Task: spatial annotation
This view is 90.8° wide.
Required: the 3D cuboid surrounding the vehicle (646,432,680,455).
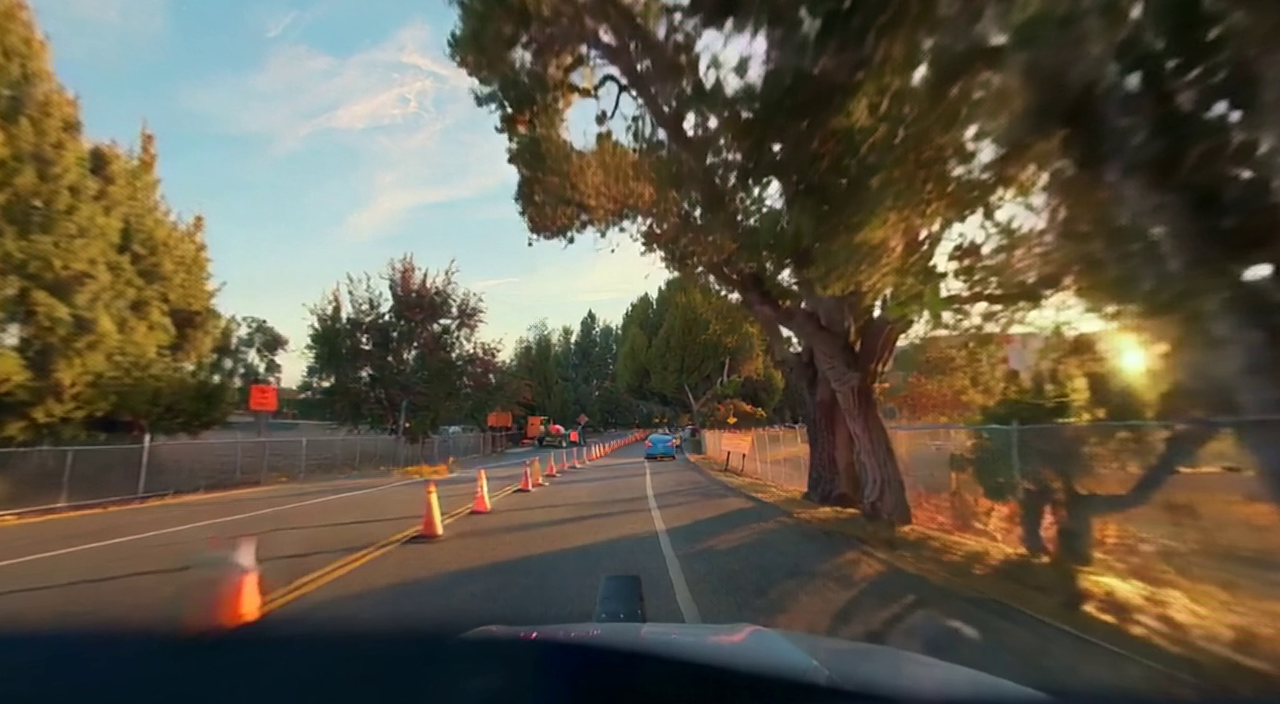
[{"bbox_3d":[1.577,6.246,43.141,2.172,1.486,3.581,-1,-8,2],"label":"vehicle"}]
